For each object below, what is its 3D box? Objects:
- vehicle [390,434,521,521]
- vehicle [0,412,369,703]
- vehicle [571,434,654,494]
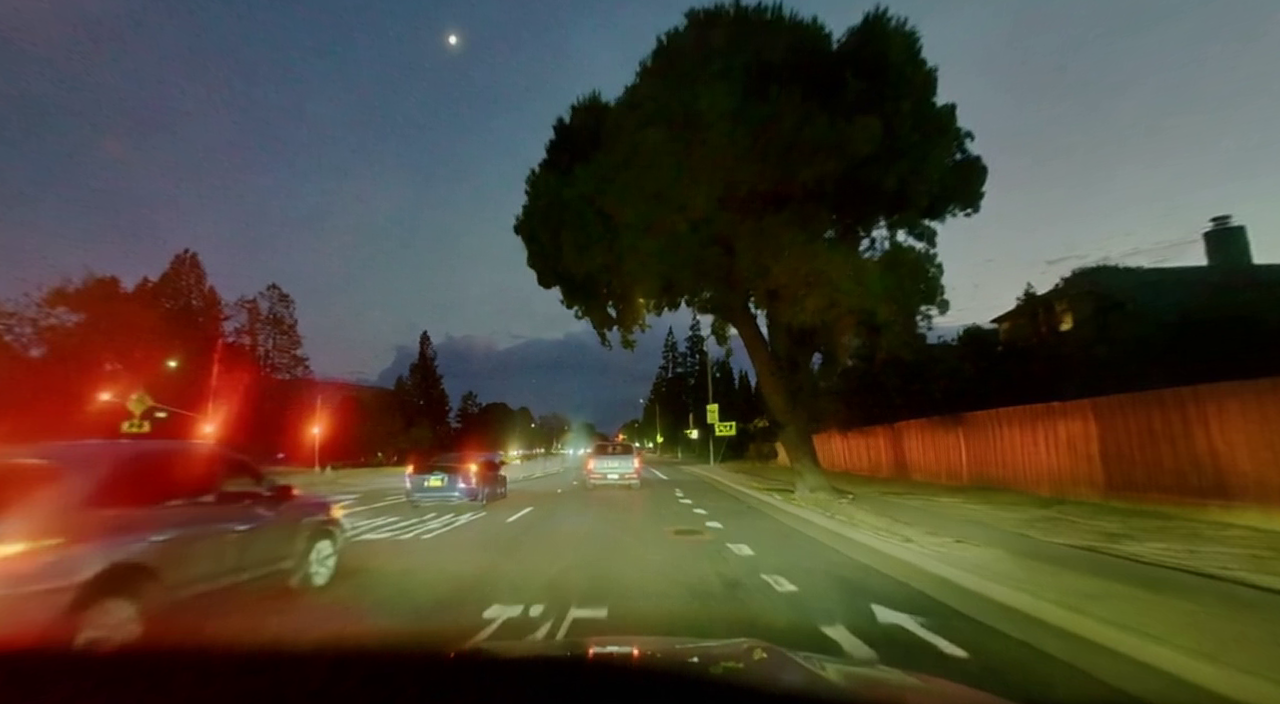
[{"bbox_3d":[-3.722,2.565,13.389,1.986,1.561,3.805,1,-8,-6],"label":"vehicle"},{"bbox_3d":[-3.966,1.191,4.087,2.067,1.546,4.988,2,-7,1],"label":"vehicle"},{"bbox_3d":[-0.999,3.464,19.762,2.290,1.653,4.127,1,-8,-7],"label":"vehicle"}]
